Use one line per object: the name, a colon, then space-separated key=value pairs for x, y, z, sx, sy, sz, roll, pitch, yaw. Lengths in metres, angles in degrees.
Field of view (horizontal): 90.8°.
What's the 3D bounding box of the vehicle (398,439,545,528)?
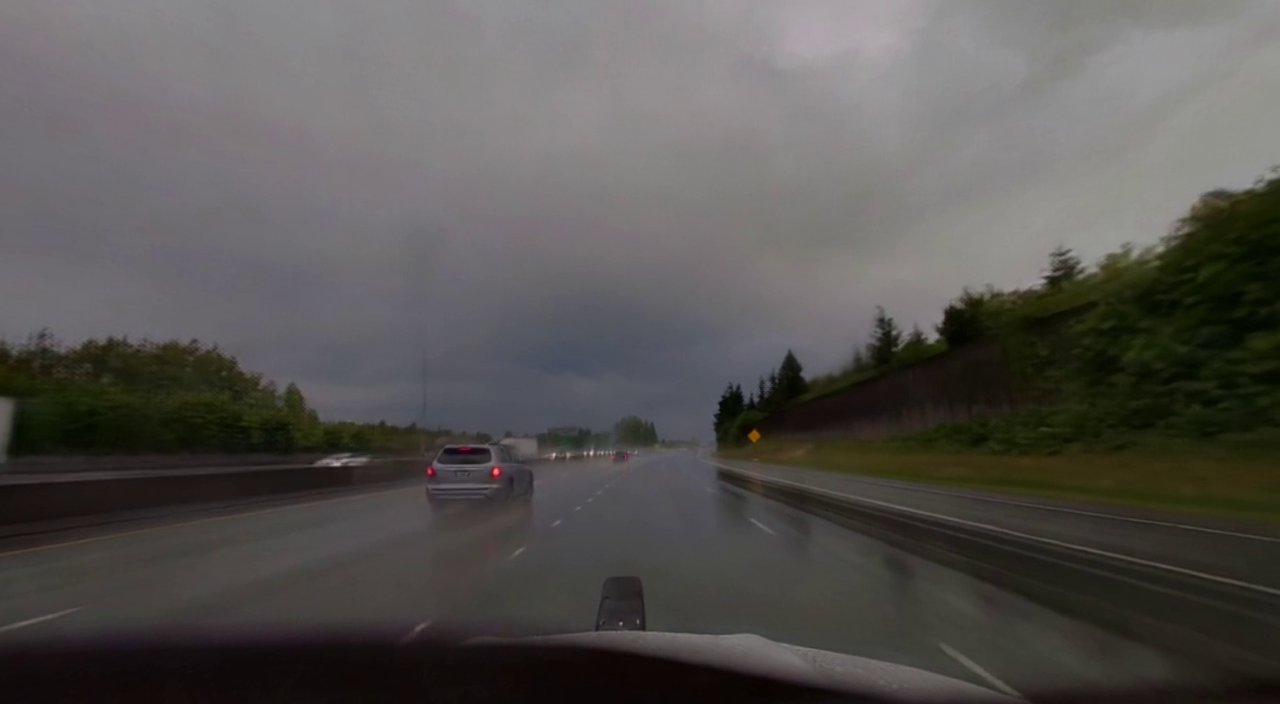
vehicle: x=-3.457 y=2.771 z=13.886 sx=2.016 sy=1.623 sz=4.126 roll=0 pitch=-9 yaw=1
